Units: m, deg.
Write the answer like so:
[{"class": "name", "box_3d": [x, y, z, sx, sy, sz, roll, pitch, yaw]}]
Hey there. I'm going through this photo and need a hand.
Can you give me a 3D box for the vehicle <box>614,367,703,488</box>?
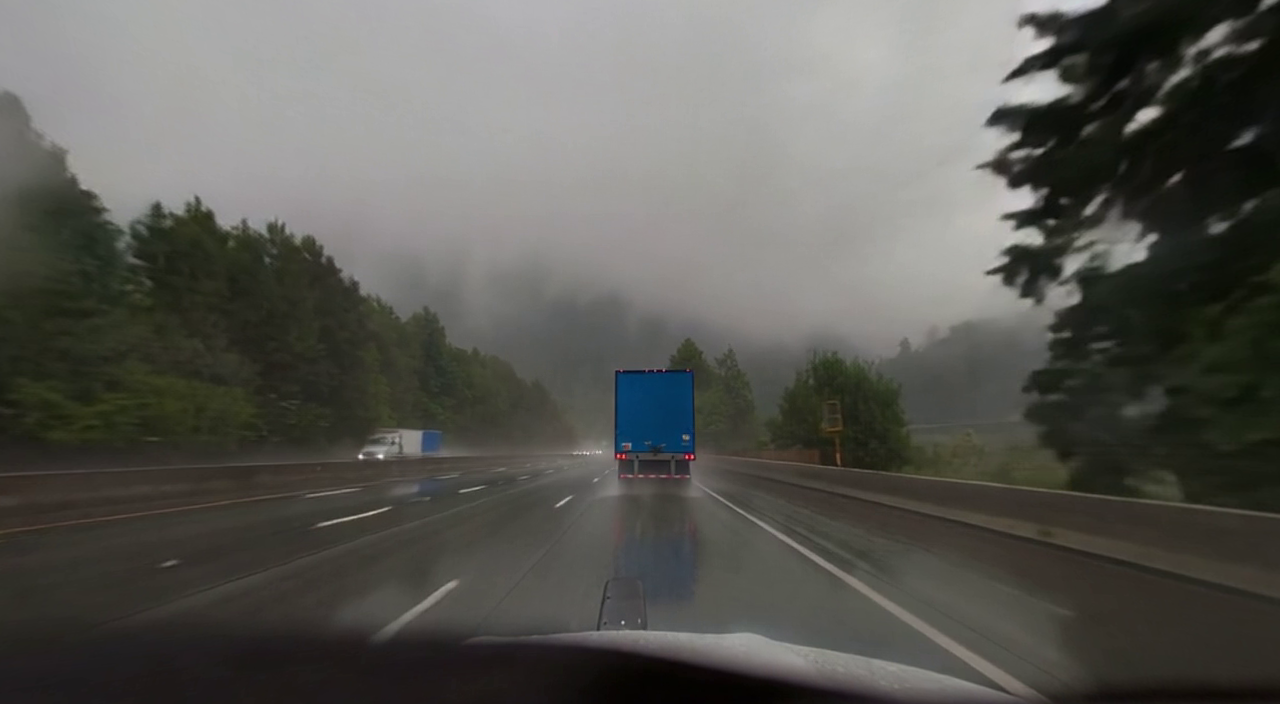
[{"class": "vehicle", "box_3d": [0.554, 3.247, 25.908, 2.898, 3.973, 10.063, 0, -9, -1]}]
